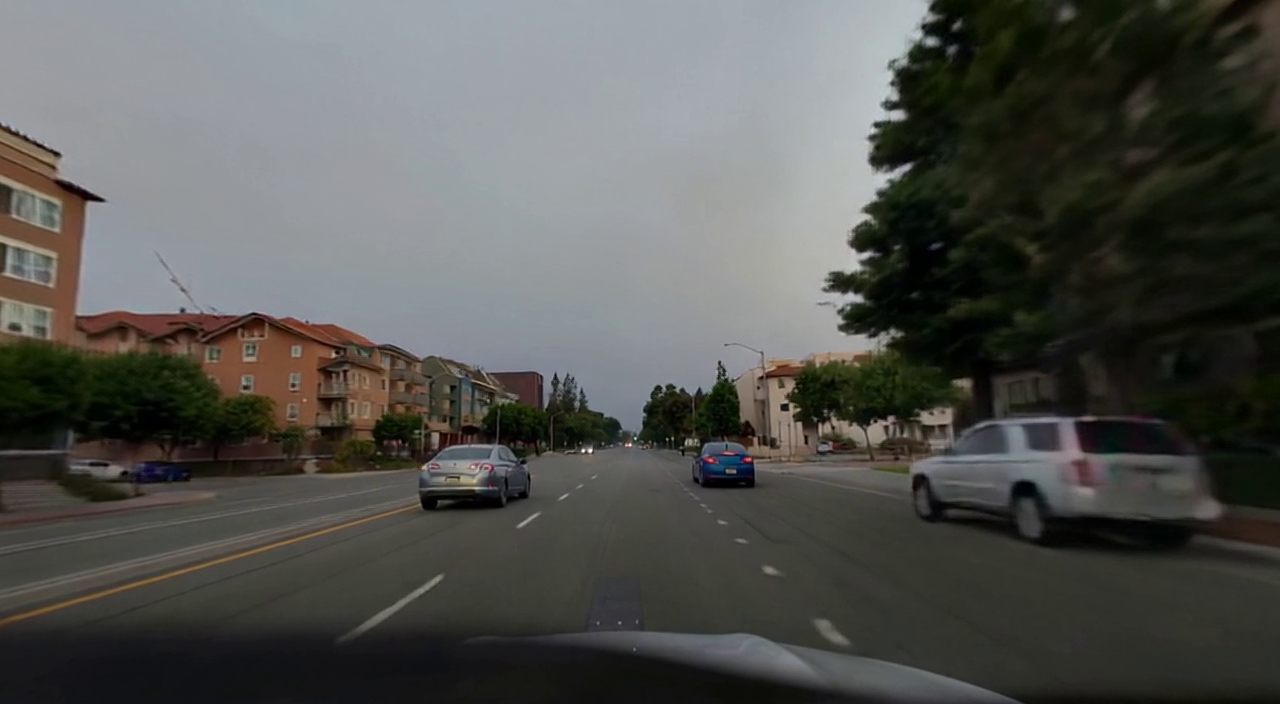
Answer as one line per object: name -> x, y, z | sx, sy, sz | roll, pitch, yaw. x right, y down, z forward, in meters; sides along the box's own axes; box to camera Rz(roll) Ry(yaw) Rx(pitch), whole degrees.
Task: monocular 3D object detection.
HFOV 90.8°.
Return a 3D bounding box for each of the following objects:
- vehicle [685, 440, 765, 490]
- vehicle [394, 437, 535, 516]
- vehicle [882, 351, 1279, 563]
vehicle -> 2.697, 3.696, 21.016 | 1.978, 1.471, 4.426 | 0, -9, -1
vehicle -> -3.834, 2.781, 14.630 | 2.062, 1.527, 4.044 | 0, -9, 0
vehicle -> 6.061, 1.567, 9.865 | 2.394, 2.400, 5.209 | 0, -9, 0
